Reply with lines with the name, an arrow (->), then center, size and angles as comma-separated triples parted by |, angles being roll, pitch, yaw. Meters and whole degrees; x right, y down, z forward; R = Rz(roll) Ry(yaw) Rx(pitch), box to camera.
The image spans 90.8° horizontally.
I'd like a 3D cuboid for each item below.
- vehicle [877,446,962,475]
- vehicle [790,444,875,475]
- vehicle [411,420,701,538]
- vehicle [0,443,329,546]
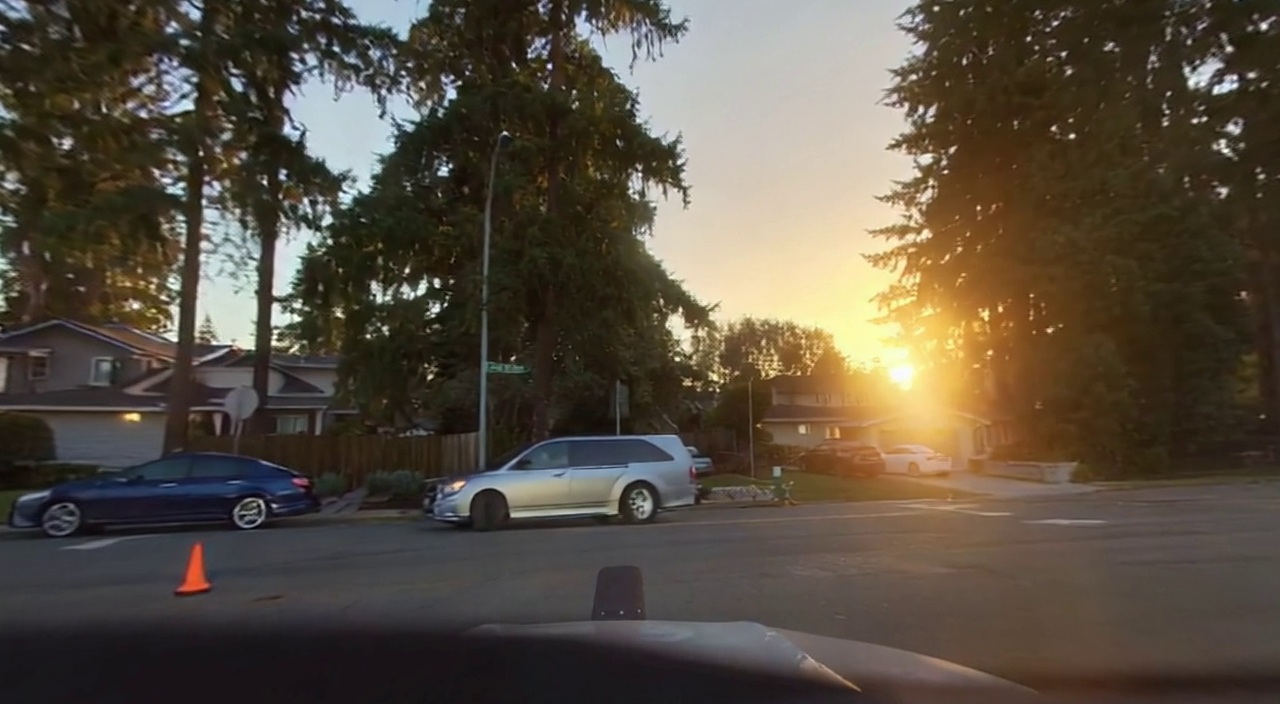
vehicle -> 15.141, 5.872, 34.294 | 3.863, 1.453, 1.826 | 3, -8, -15
vehicle -> 12.892, 7.179, 42.361 | 4.984, 1.912, 2.132 | 3, -9, -16
vehicle -> -1.591, 2.298, 11.951 | 5.047, 1.851, 2.103 | 3, -9, -20
vehicle -> -10.306, 2.764, 12.898 | 6.643, 1.777, 2.925 | 3, -9, -17
